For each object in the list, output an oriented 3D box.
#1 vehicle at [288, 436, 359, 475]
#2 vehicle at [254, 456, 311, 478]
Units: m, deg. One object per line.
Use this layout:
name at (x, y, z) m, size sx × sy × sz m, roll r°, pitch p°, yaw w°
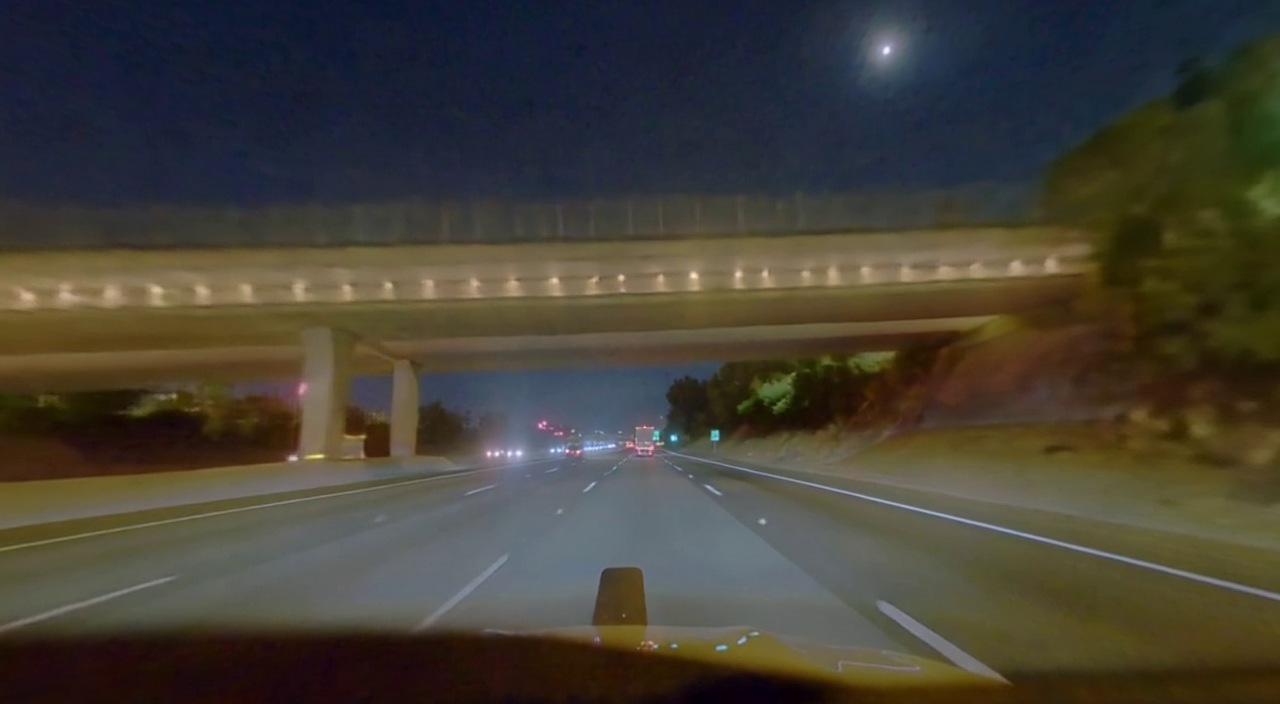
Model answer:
vehicle at (-23.495, 7.669, 47.093) m, size 2.199 × 2.684 × 5.865 m, roll 0°, pitch -8°, yaw 0°
vehicle at (-27.553, 8.822, 48.722) m, size 1.946 × 1.535 × 4.110 m, roll 0°, pitch -8°, yaw 0°
